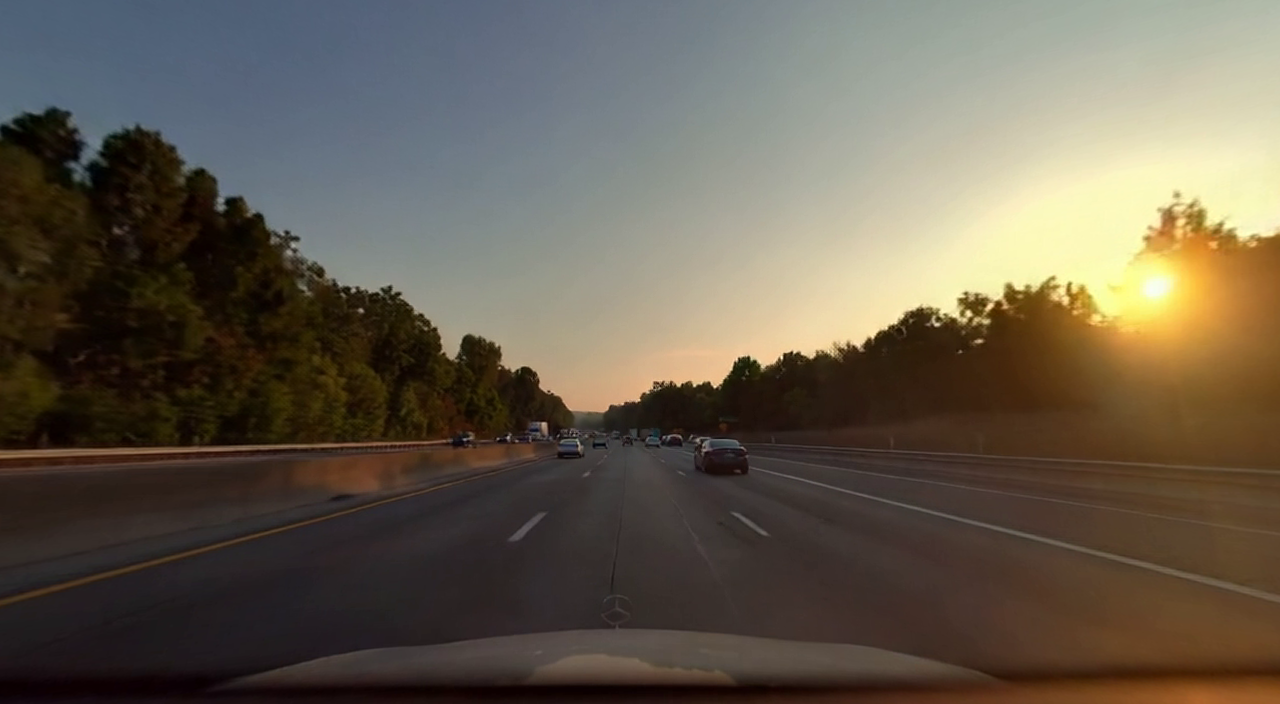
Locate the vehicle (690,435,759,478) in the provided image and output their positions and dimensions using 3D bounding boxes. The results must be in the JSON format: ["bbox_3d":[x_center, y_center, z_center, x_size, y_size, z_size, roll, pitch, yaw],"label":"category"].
[{"bbox_3d":[3.131,3.936,24.166,1.990,1.480,3.865,0,-8,-2],"label":"vehicle"}]

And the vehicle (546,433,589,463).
[{"bbox_3d":[-4.184,5.583,37.068,2.011,1.614,4.808,0,-8,-1],"label":"vehicle"}]
